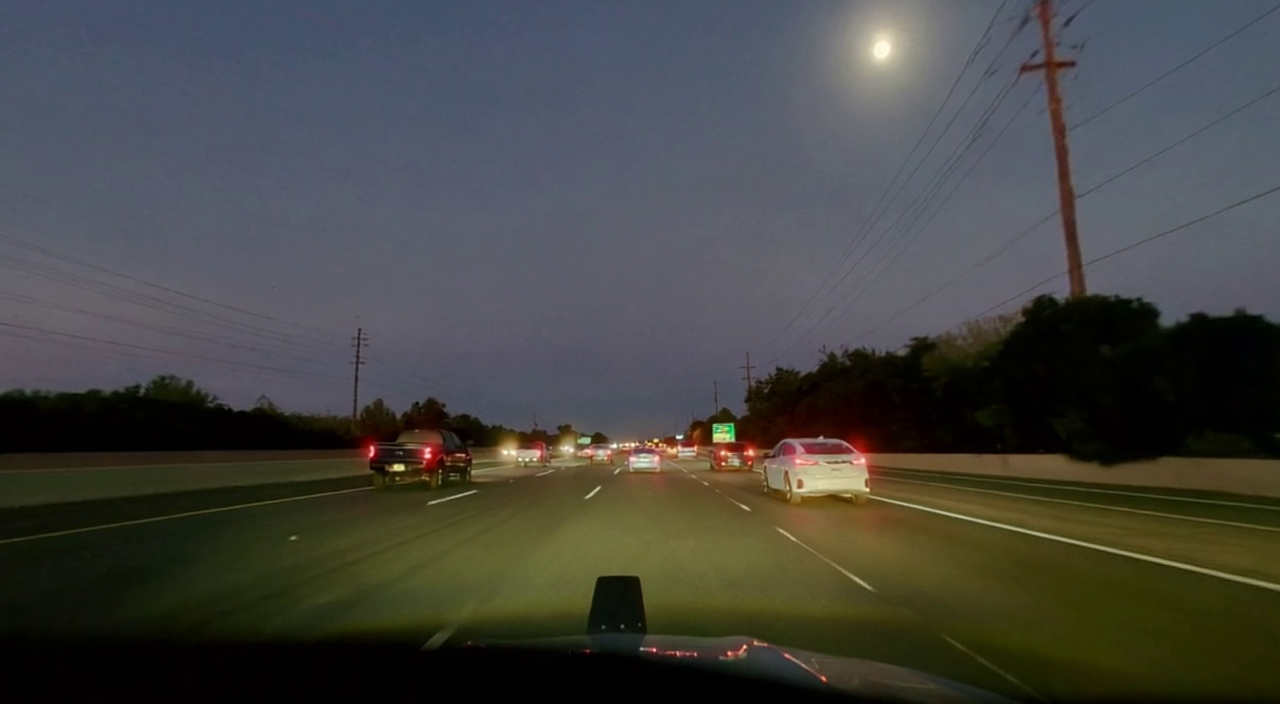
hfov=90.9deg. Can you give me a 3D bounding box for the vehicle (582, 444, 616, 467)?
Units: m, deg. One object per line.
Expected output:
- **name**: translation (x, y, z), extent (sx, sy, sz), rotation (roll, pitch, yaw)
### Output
- **vehicle**: translation (-2.712, 6.991, 42.683), extent (1.904, 1.479, 4.274), rotation (0, -9, 1)

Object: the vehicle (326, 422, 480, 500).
- **vehicle**: translation (-6.696, 3.163, 18.787), extent (2.269, 1.936, 5.777), rotation (0, -9, 1)

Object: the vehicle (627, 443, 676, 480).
- **vehicle**: translation (0.469, 4.703, 27.288), extent (1.966, 1.444, 3.986), rotation (0, -9, 1)

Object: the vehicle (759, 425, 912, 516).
- **vehicle**: translation (4.105, 2.563, 14.119), extent (2.002, 1.691, 4.290), rotation (0, -9, 0)

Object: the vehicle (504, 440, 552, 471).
- **vehicle**: translation (-6.528, 6.081, 37.262), extent (1.978, 1.680, 4.263), rotation (0, -9, 1)

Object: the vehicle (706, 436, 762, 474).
- **vehicle**: translation (4.678, 5.212, 32.033), extent (2.195, 1.778, 4.455), rotation (0, -9, 0)
